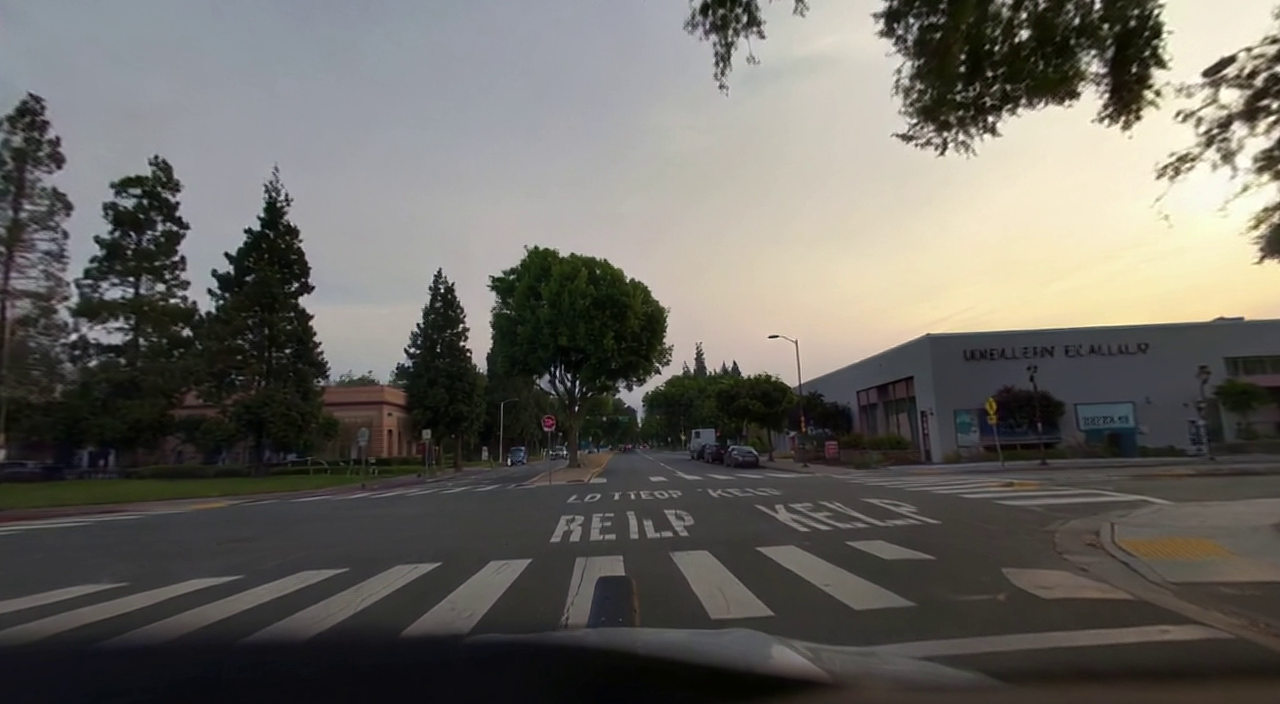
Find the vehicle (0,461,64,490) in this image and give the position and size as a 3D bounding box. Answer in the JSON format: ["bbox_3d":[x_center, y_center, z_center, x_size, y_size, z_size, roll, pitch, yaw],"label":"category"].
[{"bbox_3d":[-36.919,7.271,37.342,1.871,1.523,4.028,0,-9,1],"label":"vehicle"}]
